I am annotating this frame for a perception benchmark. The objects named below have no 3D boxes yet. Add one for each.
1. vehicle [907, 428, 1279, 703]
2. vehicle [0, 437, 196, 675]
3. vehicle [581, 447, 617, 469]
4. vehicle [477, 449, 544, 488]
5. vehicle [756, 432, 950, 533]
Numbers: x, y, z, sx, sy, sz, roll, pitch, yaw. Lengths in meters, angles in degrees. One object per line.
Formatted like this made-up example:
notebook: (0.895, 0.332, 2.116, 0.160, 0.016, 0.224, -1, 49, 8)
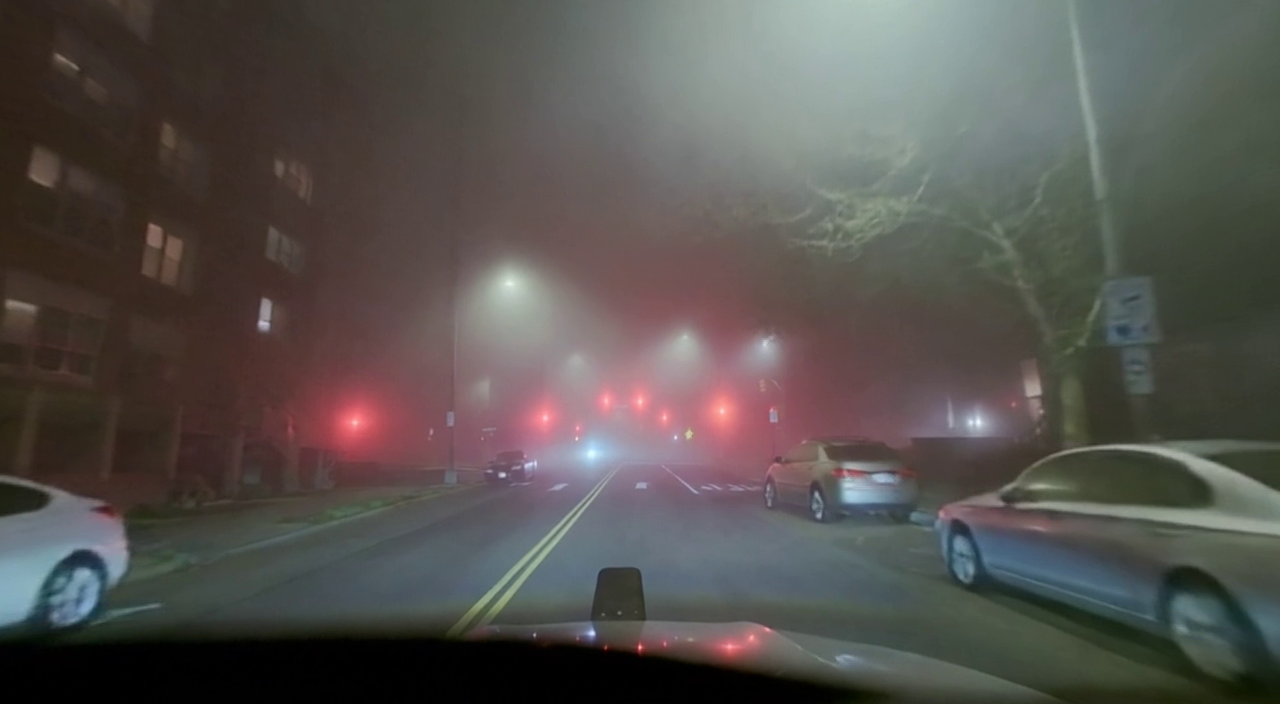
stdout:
vehicle: (4.086, 1.344, 4.625, 2.298, 1.458, 4.483, 0, -9, 0)
vehicle: (-5.929, 1.509, 4.525, 2.142, 1.775, 4.428, 0, -9, 2)
vehicle: (-2.716, 7.141, 42.774, 2.029, 1.438, 4.313, 0, -9, 1)
vehicle: (-5.773, 5.232, 28.629, 1.947, 1.473, 4.397, -4, -9, 1)
vehicle: (4.015, 2.537, 13.004, 2.082, 1.662, 4.753, 0, -9, -4)
